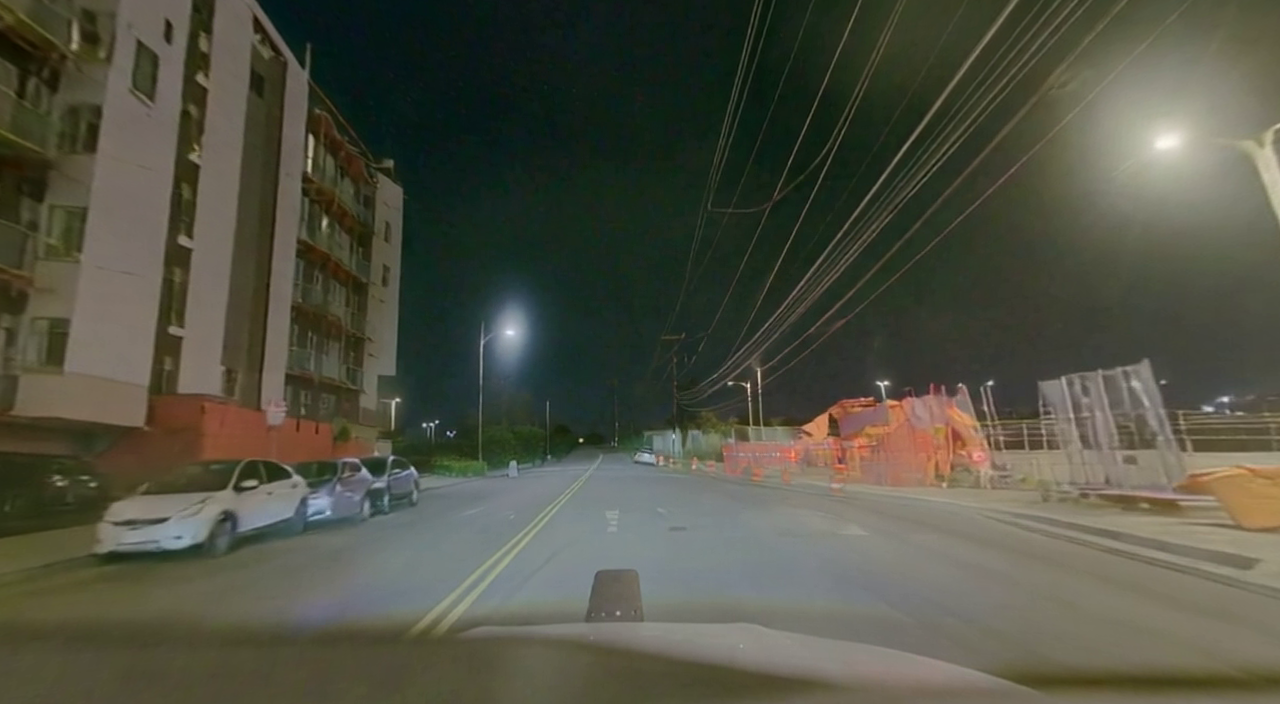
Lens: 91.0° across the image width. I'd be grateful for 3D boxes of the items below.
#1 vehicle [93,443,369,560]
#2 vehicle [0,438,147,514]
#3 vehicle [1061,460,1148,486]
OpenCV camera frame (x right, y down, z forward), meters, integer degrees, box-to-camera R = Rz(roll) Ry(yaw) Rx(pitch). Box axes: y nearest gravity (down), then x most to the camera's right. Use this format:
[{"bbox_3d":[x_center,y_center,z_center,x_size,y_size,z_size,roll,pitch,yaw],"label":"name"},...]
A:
[{"bbox_3d":[-6.859,2.497,11.387,1.998,1.633,4.673,0,-9,-2],"label":"vehicle"},{"bbox_3d":[-14.176,3.006,15.839,1.998,1.576,5.203,5,-10,-30],"label":"vehicle"},{"bbox_3d":[34.687,9.023,47.081,4.853,1.751,2.075,0,-9,0],"label":"vehicle"}]
